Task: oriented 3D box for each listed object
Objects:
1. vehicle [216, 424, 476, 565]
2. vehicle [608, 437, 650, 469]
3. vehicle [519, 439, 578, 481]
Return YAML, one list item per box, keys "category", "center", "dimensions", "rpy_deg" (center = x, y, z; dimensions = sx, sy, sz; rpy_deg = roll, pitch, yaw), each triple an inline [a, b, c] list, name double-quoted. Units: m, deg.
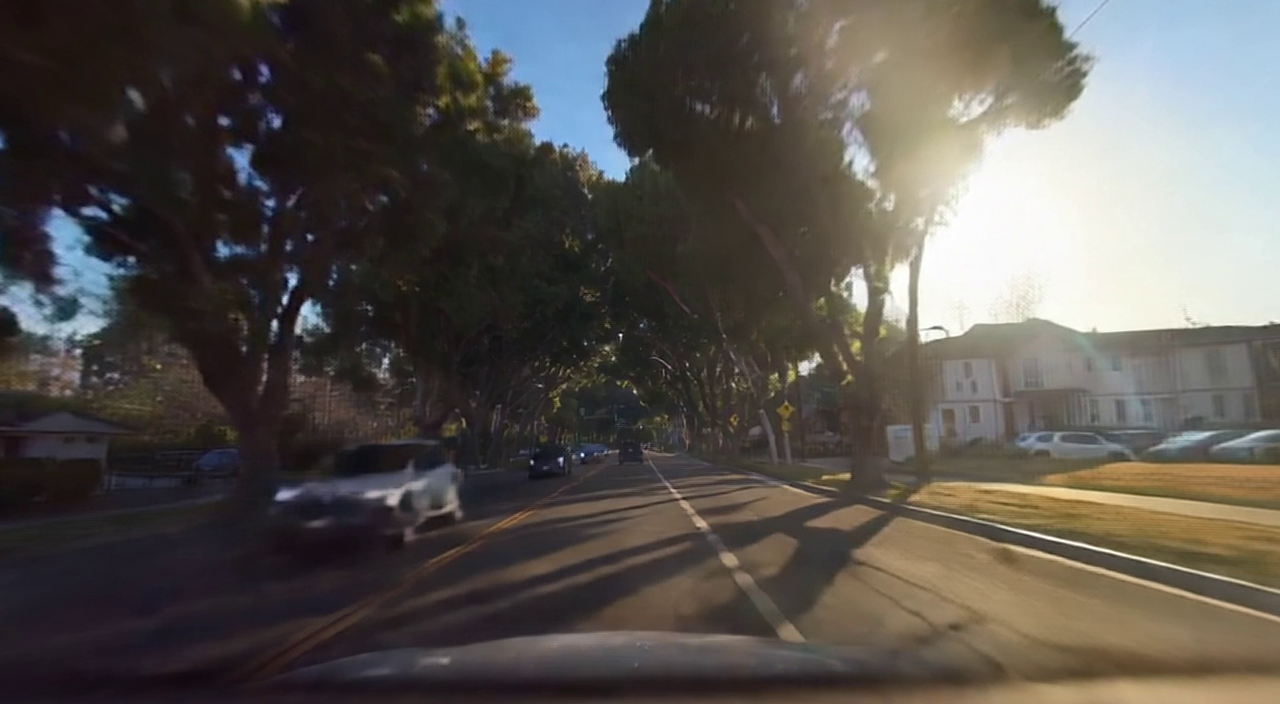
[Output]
- category: "vehicle"
  center: [-4.165, 2.063, 9.889]
  dimensions: [2.115, 1.638, 4.098]
  rpy_deg: [-2, -9, 0]
- category: "vehicle"
  center: [-0.640, 6.552, 41.228]
  dimensions: [2.554, 1.902, 5.329]
  rpy_deg: [-1, -9, 0]
- category: "vehicle"
  center: [-4.070, 4.902, 28.879]
  dimensions: [1.977, 1.729, 4.625]
  rpy_deg: [-1, -9, 0]
